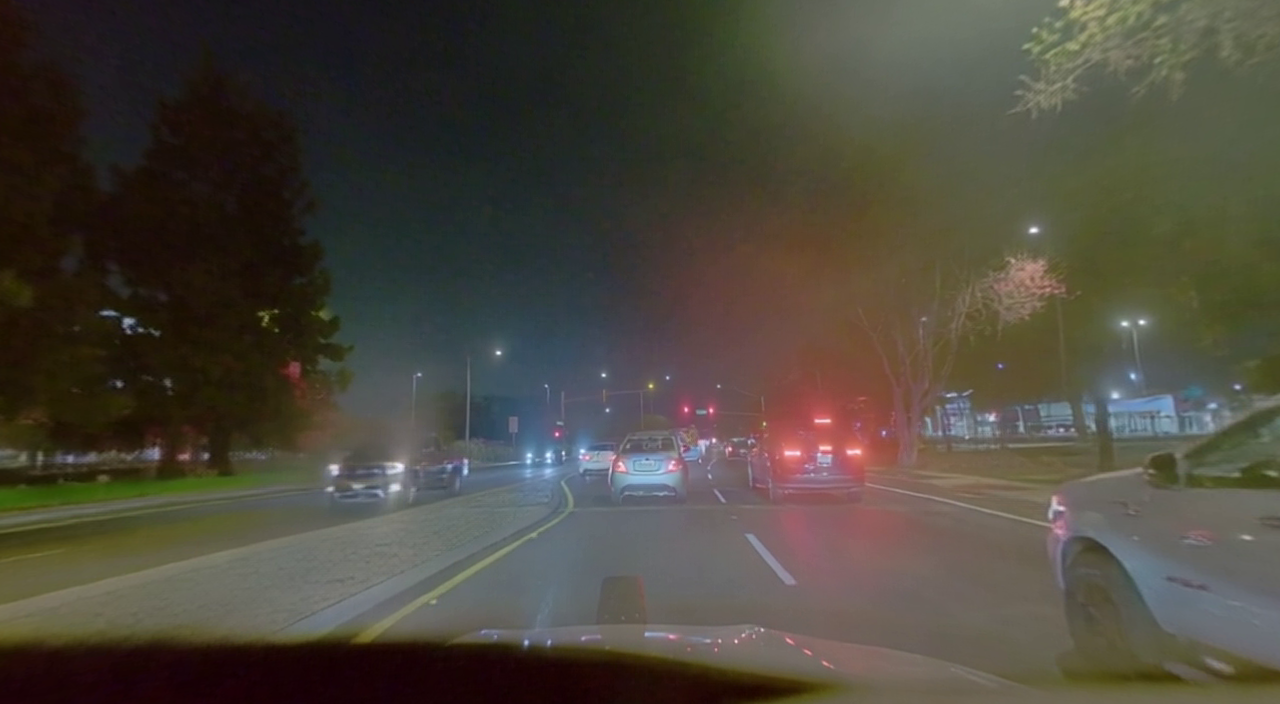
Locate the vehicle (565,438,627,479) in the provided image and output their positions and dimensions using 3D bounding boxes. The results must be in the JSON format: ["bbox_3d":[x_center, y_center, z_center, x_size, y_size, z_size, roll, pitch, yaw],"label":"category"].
[{"bbox_3d":[-1.713,4.314,25.858,2.023,1.494,4.259,-2,-8,3],"label":"vehicle"}]

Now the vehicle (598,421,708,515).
[{"bbox_3d":[0.368,2.520,14.118,2.113,1.768,3.901,0,-9,4],"label":"vehicle"}]

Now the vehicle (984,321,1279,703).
[{"bbox_3d":[3.496,0.737,2.130,2.114,1.765,4.647,0,-9,1],"label":"vehicle"}]

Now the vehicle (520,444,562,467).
[{"bbox_3d":[-6.772,7.118,43.432,1.868,1.496,4.219,-1,-9,5],"label":"vehicle"}]

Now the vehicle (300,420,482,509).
[{"bbox_3d":[-6.408,2.996,17.280,2.355,2.005,5.673,0,-9,4],"label":"vehicle"}]

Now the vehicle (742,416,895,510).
[{"bbox_3d":[4.045,2.651,15.595,2.317,1.857,5.940,0,-9,3],"label":"vehicle"}]
